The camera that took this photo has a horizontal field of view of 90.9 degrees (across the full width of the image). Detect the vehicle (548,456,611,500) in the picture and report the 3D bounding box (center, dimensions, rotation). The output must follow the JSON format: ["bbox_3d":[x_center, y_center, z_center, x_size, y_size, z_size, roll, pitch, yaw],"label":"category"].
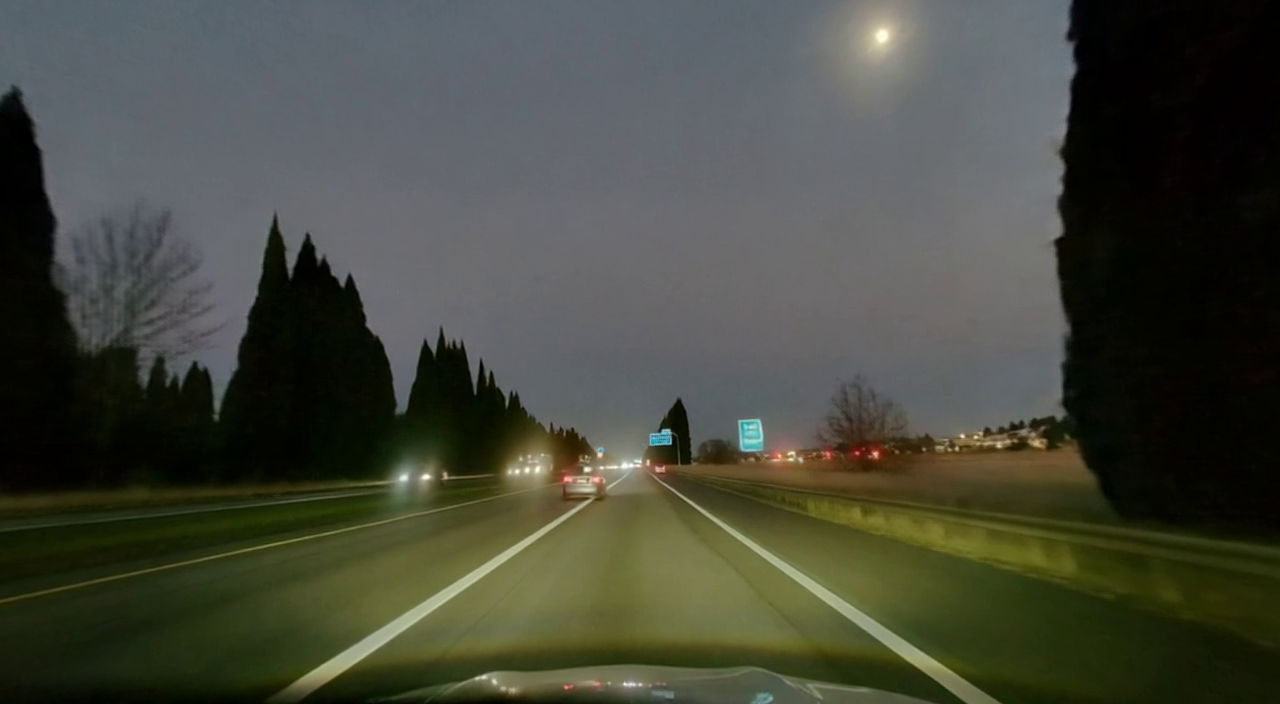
[{"bbox_3d":[-2.408,5.222,26.262,2.104,1.655,4.039,0,-10,1],"label":"vehicle"}]

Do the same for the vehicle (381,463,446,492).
[{"bbox_3d":[-13.061,7.268,36.637,2.032,1.513,4.603,1,-10,0],"label":"vehicle"}]
